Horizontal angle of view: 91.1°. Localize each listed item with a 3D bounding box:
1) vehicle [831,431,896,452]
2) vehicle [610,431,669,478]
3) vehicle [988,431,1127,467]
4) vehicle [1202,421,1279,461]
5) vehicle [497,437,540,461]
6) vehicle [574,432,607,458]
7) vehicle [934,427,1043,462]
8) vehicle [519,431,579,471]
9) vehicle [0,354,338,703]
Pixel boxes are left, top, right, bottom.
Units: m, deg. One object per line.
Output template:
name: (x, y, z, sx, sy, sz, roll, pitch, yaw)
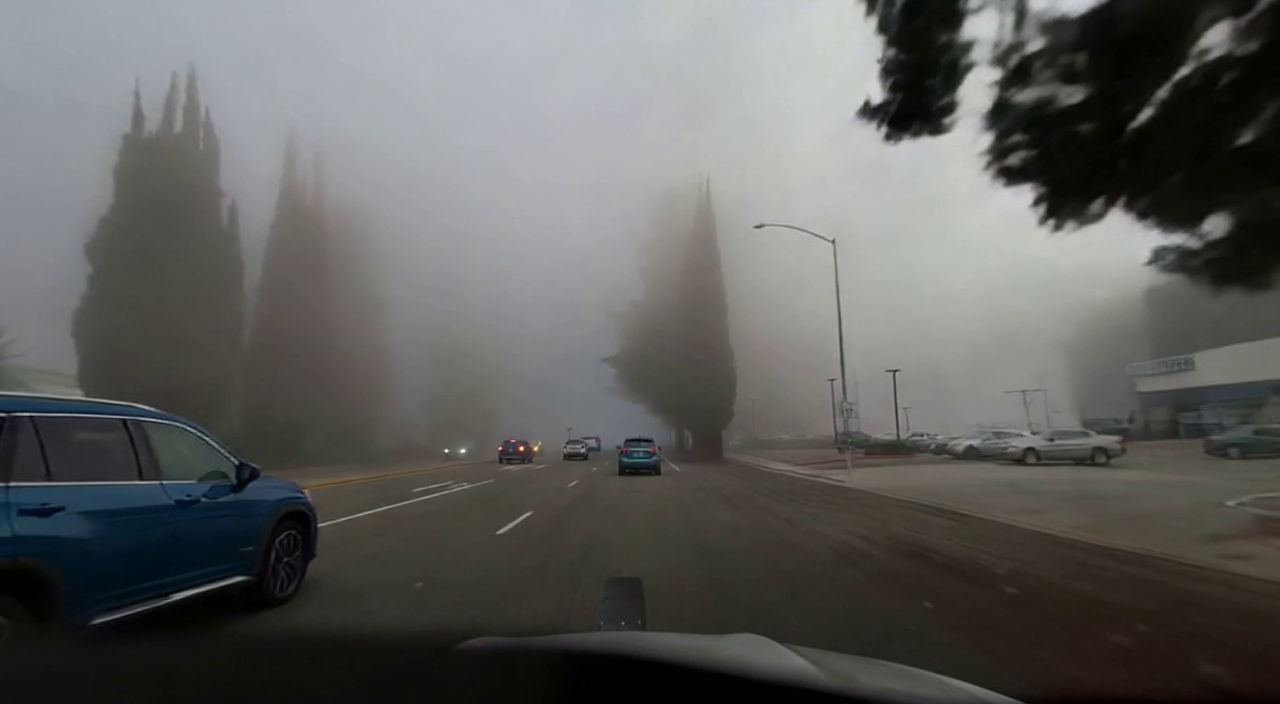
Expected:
vehicle: (17.593, 7.075, 49.532, 4.329, 1.656, 1.873, 0, -8, 1)
vehicle: (-0.018, 3.895, 24.046, 2.042, 1.641, 4.187, 0, -8, 0)
vehicle: (17.580, 4.097, 26.590, 4.460, 1.449, 1.959, 0, -8, -2)
vehicle: (28.835, 4.062, 28.638, 4.367, 1.763, 2.015, 0, -8, 1)
vehicle: (-8.013, 6.432, 41.653, 1.926, 1.463, 4.450, 0, -8, 1)
vehicle: (-3.669, 6.986, 47.144, 2.047, 1.810, 4.414, 0, -8, 0)
vehicle: (17.342, 4.629, 31.371, 4.290, 1.664, 1.893, 1, -8, -3)
vehicle: (-4.168, 4.603, 29.424, 2.113, 1.713, 4.422, 0, -8, 1)
vehicle: (-3.766, 0.955, 3.490, 2.070, 1.641, 4.152, 0, -8, 0)
